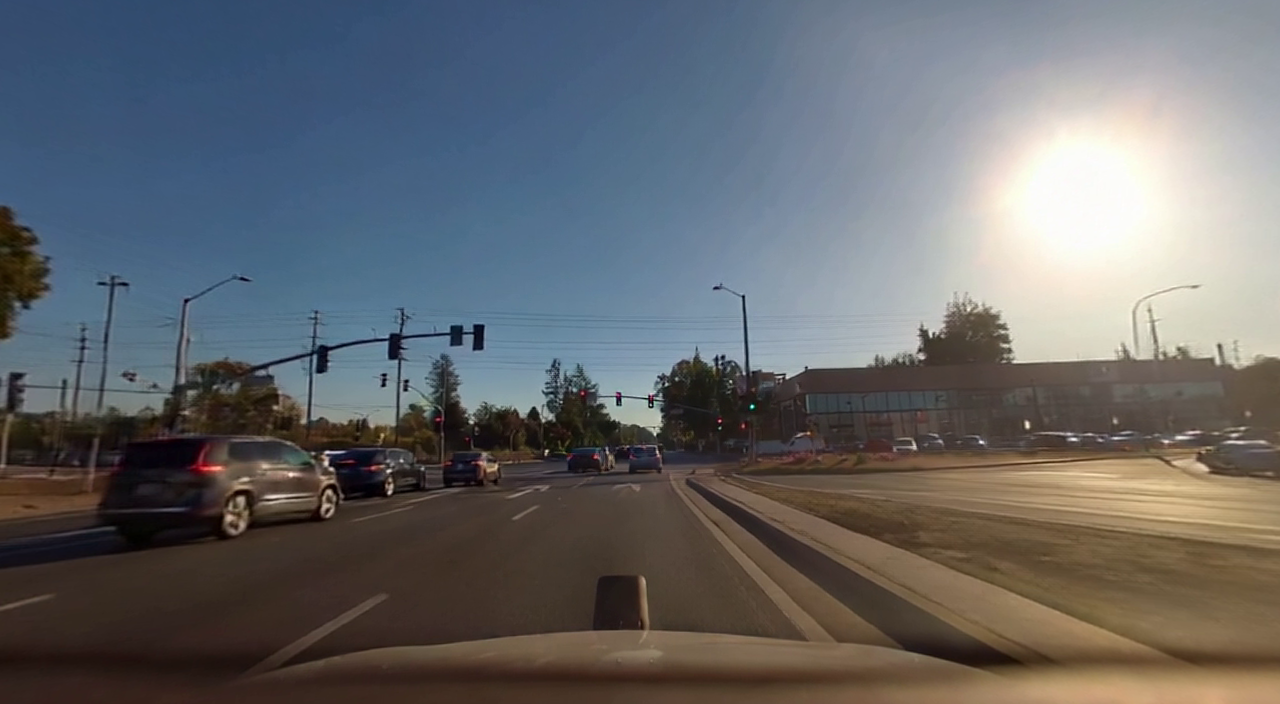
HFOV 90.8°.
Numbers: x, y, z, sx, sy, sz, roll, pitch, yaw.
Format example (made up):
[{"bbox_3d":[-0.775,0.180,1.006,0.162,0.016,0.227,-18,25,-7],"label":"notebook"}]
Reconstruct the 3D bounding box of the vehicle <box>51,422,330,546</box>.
[{"bbox_3d":[-7.480,2.205,11.177,1.860,1.754,4.089,0,-8,1],"label":"vehicle"}]

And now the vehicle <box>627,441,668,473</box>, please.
[{"bbox_3d":[0.530,6.378,38.646,2.276,1.850,3.897,-1,-8,4],"label":"vehicle"}]

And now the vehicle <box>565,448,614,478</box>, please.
[{"bbox_3d":[-2.635,5.870,33.792,2.064,1.464,4.373,0,-8,2],"label":"vehicle"}]

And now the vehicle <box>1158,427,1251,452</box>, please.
[{"bbox_3d":[44.092,6.875,49.450,4.988,1.916,2.172,-1,-8,4],"label":"vehicle"}]

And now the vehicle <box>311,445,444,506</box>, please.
[{"bbox_3d":[-7.528,3.544,18.646,1.912,1.573,4.299,0,-8,2],"label":"vehicle"}]

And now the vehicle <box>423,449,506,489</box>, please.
[{"bbox_3d":[-7.058,4.741,25.942,1.904,1.449,4.580,0,-8,3],"label":"vehicle"}]
